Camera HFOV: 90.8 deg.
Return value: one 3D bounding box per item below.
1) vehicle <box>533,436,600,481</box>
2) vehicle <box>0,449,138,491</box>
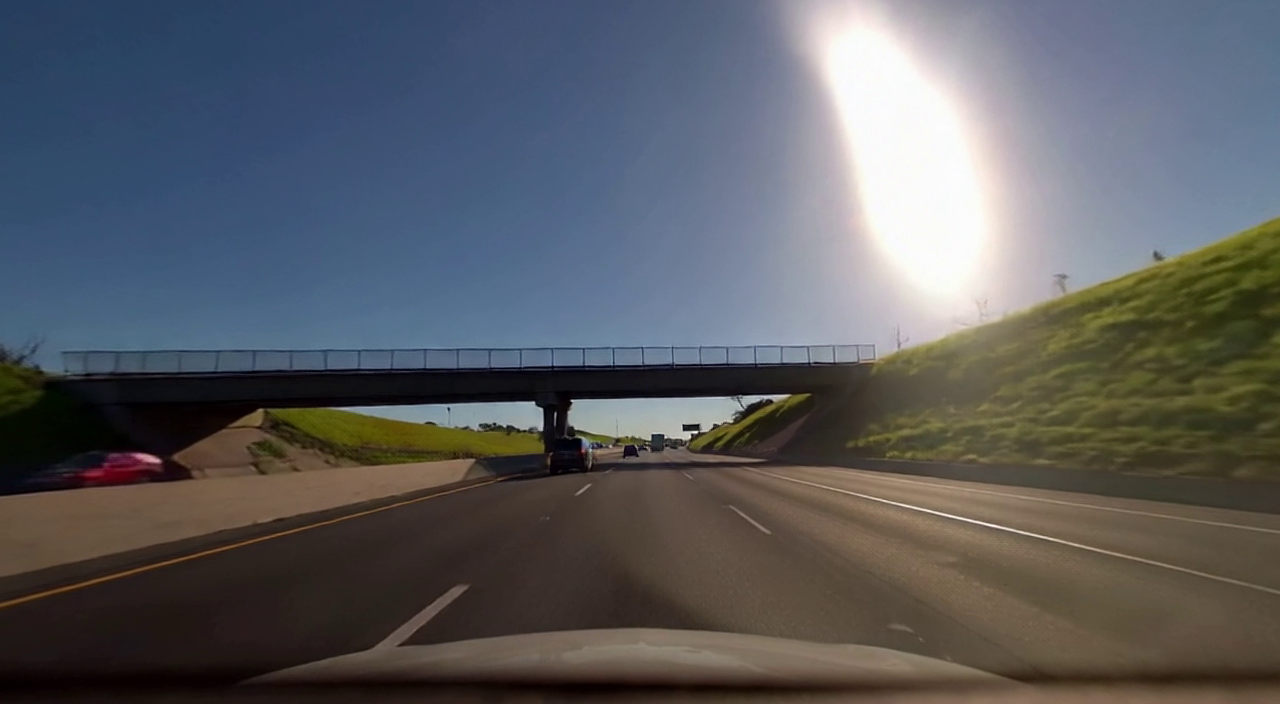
[{"bbox_3d":[-3.010,4.517,26.965,2.181,1.730,4.517,0,-9,2],"label":"vehicle"},{"bbox_3d":[-22.013,4.480,24.312,1.812,1.445,4.165,0,-9,1],"label":"vehicle"}]
